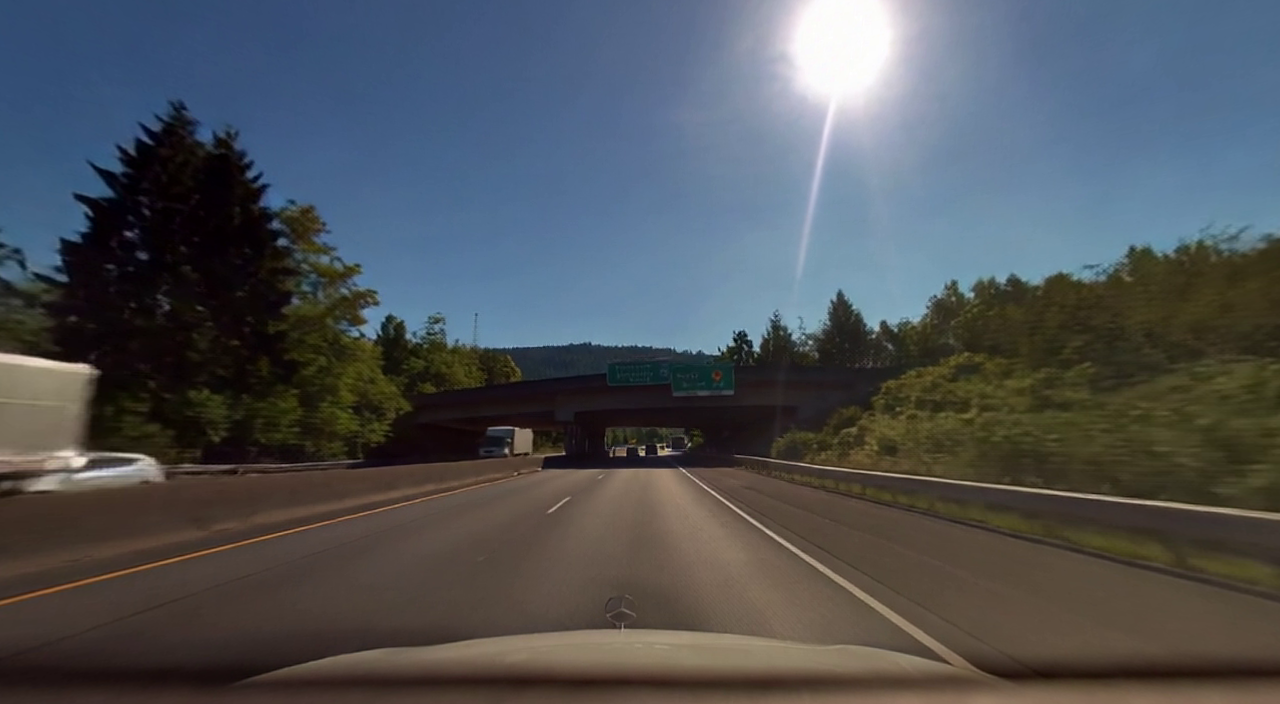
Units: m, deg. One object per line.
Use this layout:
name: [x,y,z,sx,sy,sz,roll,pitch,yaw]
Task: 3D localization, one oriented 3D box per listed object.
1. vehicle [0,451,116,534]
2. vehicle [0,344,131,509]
vehicle: [-12.543,2.586,11.624,1.800,1.470,4.577,0,-9,0]
vehicle: [-17.145,1.269,11.774,2.886,3.974,14.639,0,-9,1]
